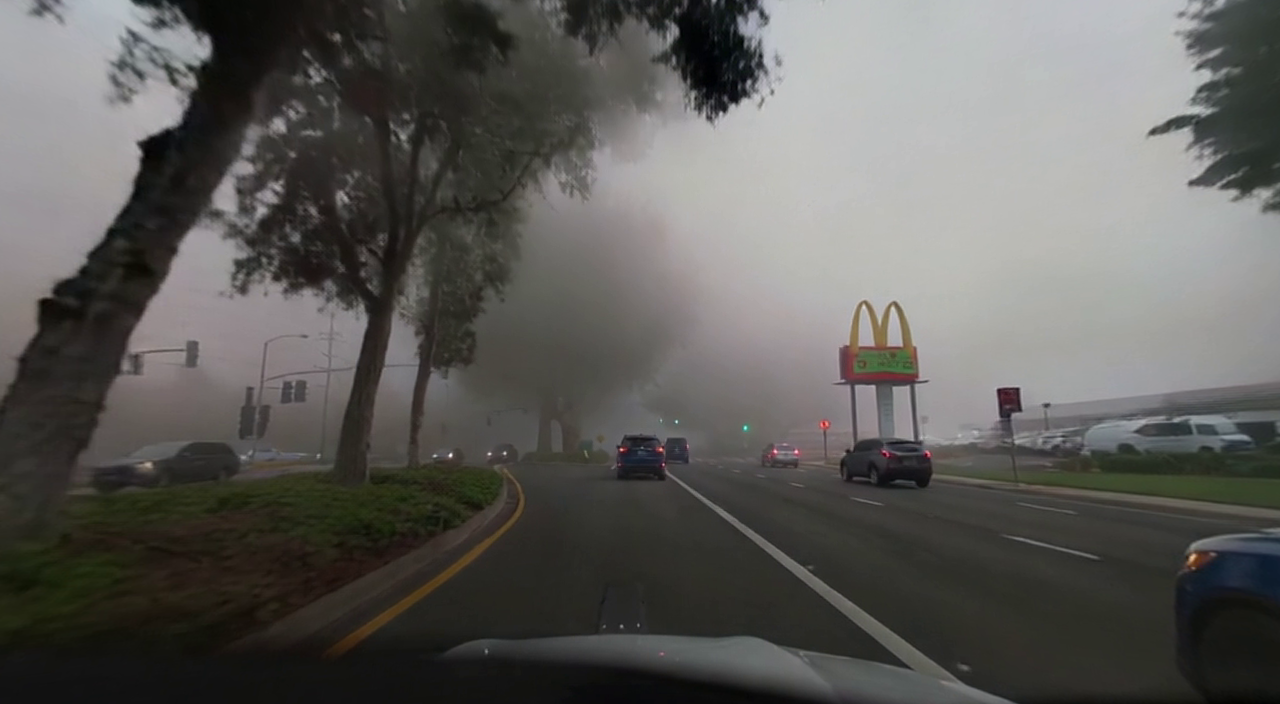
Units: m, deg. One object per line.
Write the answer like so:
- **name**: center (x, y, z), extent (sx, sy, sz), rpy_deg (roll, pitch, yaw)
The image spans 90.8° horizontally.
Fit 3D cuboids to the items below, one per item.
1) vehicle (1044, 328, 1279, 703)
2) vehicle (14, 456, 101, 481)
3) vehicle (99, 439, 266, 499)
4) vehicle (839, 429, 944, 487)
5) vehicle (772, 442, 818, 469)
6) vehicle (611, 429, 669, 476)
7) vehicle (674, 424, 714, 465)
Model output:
- **vehicle**: center (3.458, 0.642, 1.478), extent (2.076, 1.716, 4.416), rpy_deg (0, -8, 0)
- **vehicle**: center (-45.251, 9.013, 49.206), extent (2.009, 1.766, 4.873), rpy_deg (-1, -9, 2)
- **vehicle**: center (-14.455, 3.732, 20.381), extent (2.136, 1.676, 4.371), rpy_deg (-1, -9, -1)
- **vehicle**: center (8.575, 3.648, 22.023), extent (1.977, 1.786, 4.344), rpy_deg (0, -8, 2)
- **vehicle**: center (9.347, 6.271, 38.393), extent (1.879, 1.517, 4.006), rpy_deg (0, -8, 1)
- **vehicle**: center (-0.045, 4.575, 28.909), extent (2.402, 1.938, 4.535), rpy_deg (0, -8, -1)
- **vehicle**: center (3.620, 6.310, 43.121), extent (2.239, 2.586, 4.586), rpy_deg (0, -8, -1)
